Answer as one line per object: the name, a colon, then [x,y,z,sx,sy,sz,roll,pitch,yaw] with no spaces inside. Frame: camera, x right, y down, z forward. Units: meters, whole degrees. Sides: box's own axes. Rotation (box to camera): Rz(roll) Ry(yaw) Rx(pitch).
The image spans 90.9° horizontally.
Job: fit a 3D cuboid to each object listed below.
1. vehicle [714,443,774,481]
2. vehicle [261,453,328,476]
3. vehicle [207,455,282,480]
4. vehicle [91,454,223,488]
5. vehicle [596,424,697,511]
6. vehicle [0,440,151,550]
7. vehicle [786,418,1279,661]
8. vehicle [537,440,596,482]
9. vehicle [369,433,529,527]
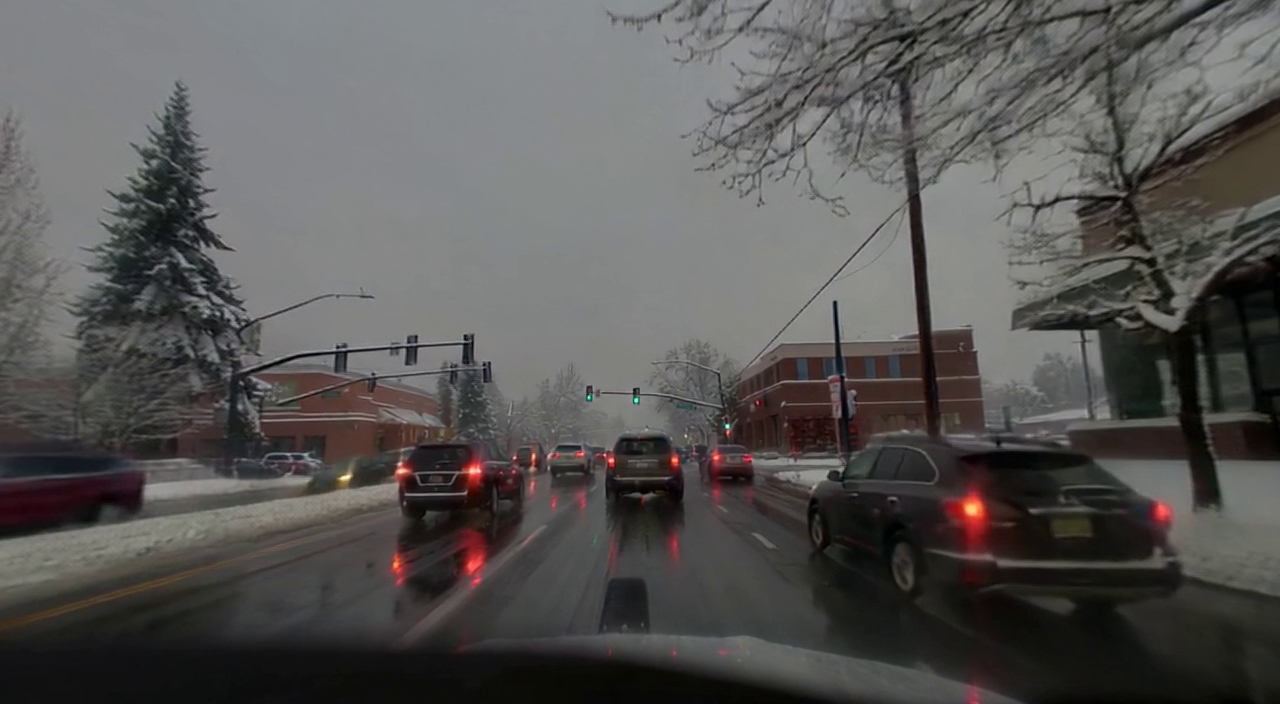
vehicle: [4.259,4.561,26.490,1.986,1.457,4.566,0,-8,3]
vehicle: [-27.169,8.836,49.631,4.221,1.703,1.930,-1,-8,6]
vehicle: [-29.250,8.548,46.713,4.337,1.690,1.875,-1,-8,5]
vehicle: [-29.648,7.270,38.966,2.021,1.802,5.987,-5,-10,30]
vehicle: [0.176,2.679,15.054,2.075,1.770,4.018,0,-8,1]
vehicle: [-10.961,2.326,10.472,1.948,1.691,4.532,0,-8,1]
vehicle: [2.977,1.490,6.168,2.030,1.492,4.383,0,-8,0]
vehicle: [-3.035,4.590,26.841,1.894,1.642,3.861,0,-8,2]
vehicle: [-3.680,2.529,13.054,1.886,1.599,4.247,0,-8,1]
